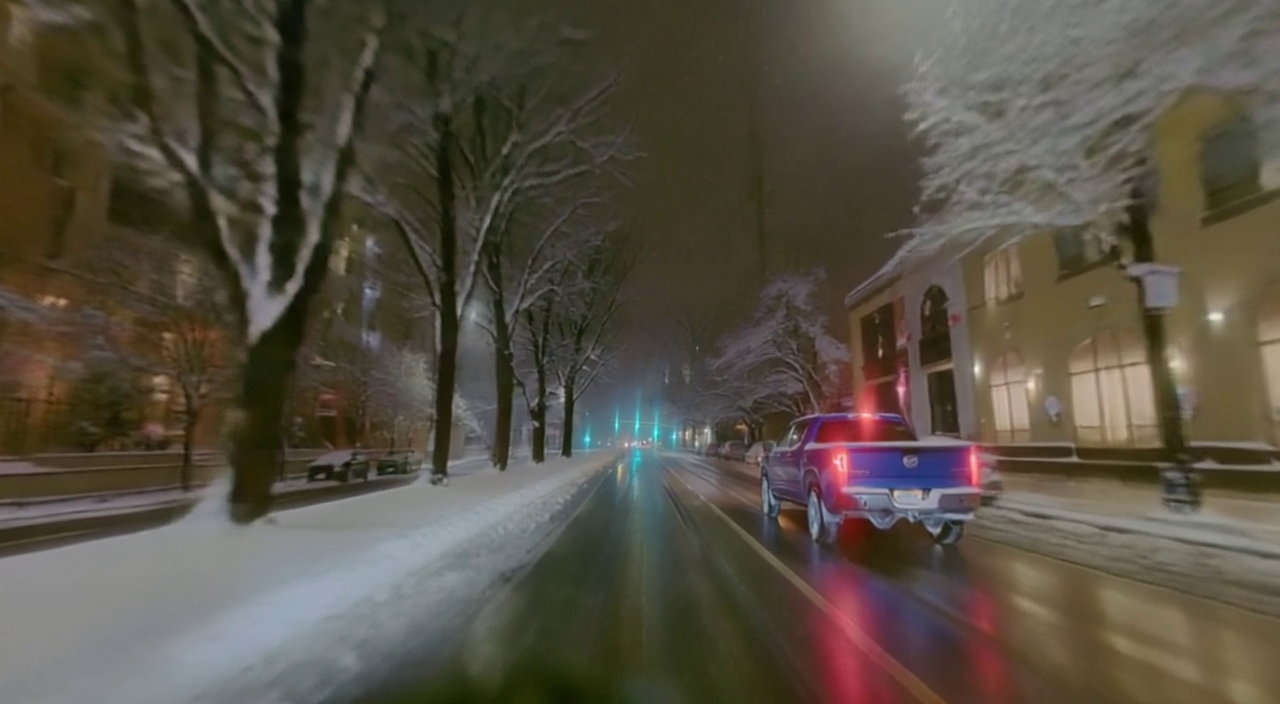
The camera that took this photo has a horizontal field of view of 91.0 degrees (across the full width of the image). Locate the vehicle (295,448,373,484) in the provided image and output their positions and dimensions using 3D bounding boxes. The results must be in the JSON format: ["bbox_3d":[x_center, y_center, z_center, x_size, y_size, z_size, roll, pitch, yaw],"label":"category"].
[{"bbox_3d":[-16.009,5.960,33.229,1.919,1.616,4.723,-3,-8,-2],"label":"vehicle"}]

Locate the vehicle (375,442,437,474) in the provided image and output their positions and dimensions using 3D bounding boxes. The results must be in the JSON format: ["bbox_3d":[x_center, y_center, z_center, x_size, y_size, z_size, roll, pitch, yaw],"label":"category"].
[{"bbox_3d":[-15.615,7.078,42.313,2.097,1.852,5.090,-3,-9,2],"label":"vehicle"}]

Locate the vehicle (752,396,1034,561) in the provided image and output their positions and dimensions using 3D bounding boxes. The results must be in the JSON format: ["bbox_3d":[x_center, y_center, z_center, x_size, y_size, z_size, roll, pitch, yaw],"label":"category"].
[{"bbox_3d":[3.320,1.814,9.802,2.085,1.828,5.383,0,-8,-1],"label":"vehicle"}]
